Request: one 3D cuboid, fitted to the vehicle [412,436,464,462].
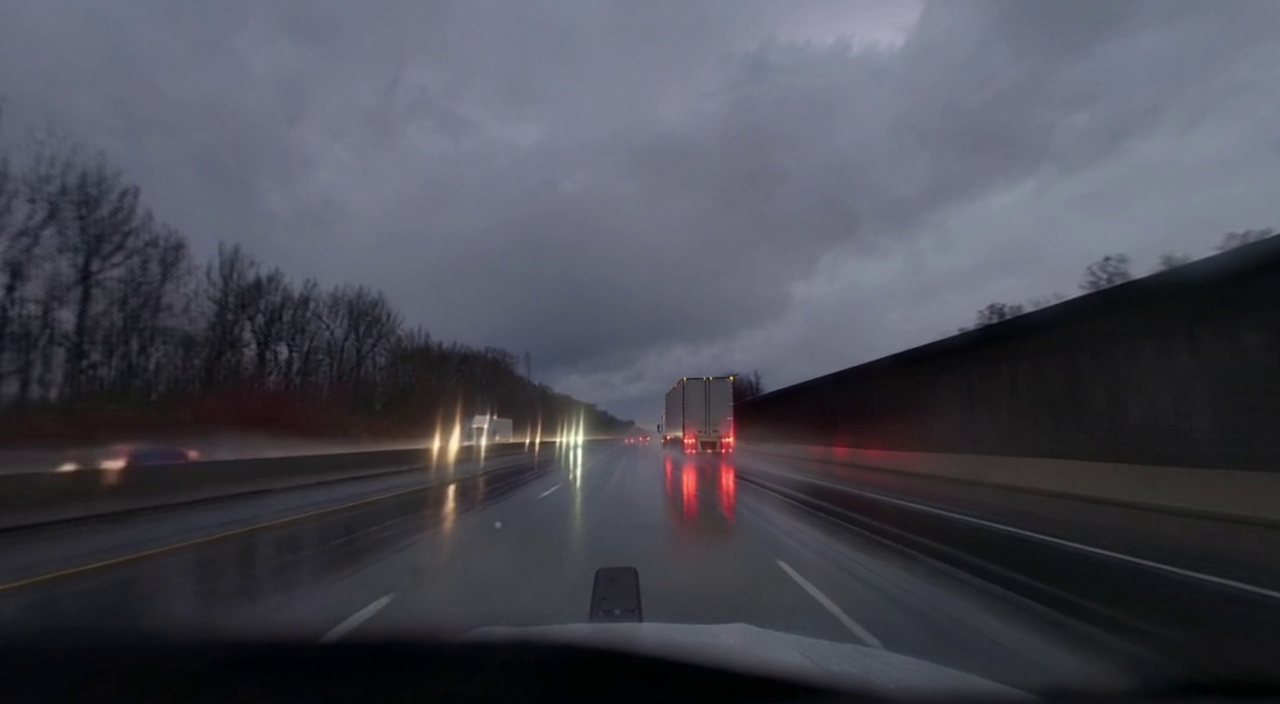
[{"bbox_3d":[-12.251,5.900,38.392,1.847,1.490,4.234,0,-8,-1],"label":"vehicle"}]

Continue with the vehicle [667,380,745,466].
[{"bbox_3d":[3.573,4.465,38.687,2.979,4.161,15.508,0,-7,-1],"label":"vehicle"}]

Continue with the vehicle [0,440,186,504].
[{"bbox_3d":[-15.567,3.303,17.937,1.861,1.556,4.536,0,-8,0],"label":"vehicle"}]
